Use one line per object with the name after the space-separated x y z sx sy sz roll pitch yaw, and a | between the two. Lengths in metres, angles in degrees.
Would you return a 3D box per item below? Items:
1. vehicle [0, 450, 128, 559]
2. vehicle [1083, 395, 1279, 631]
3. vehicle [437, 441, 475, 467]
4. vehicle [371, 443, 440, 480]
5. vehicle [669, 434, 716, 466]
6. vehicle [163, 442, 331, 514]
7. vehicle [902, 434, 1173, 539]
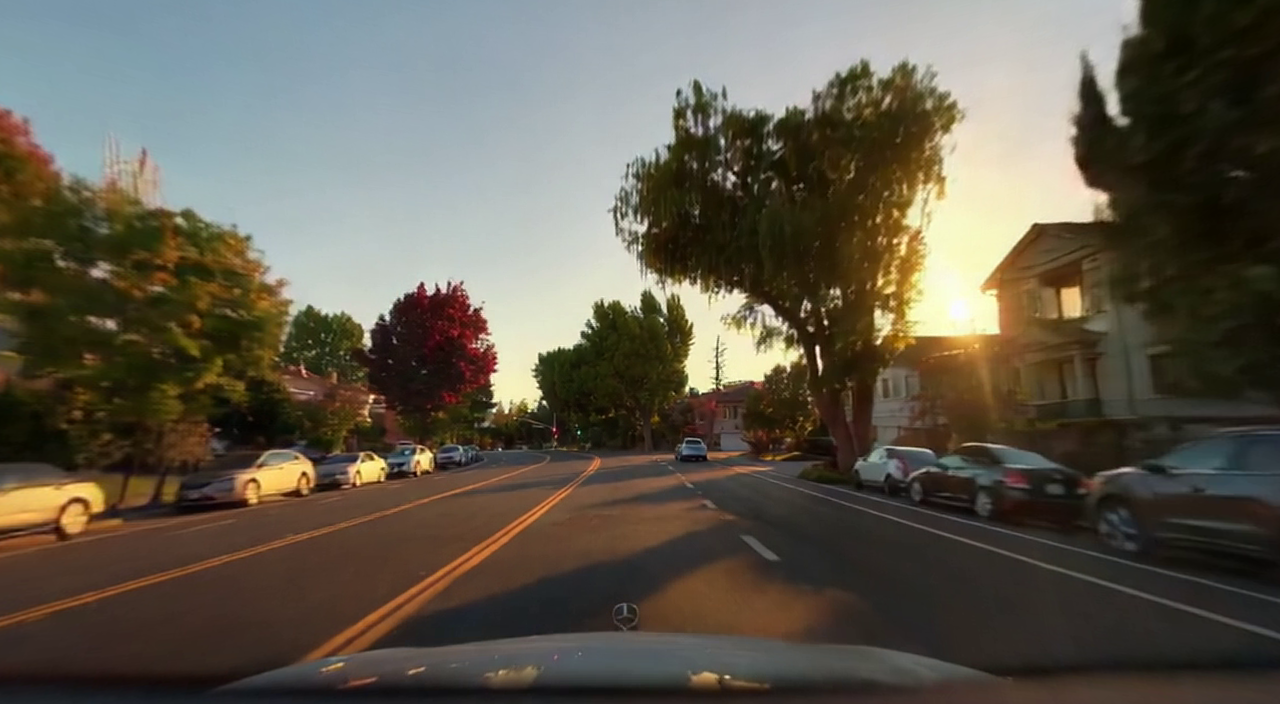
-11.574 2.601 10.873 1.921 1.770 4.265 0 -8 -1 | vehicle
7.301 1.590 6.262 2.081 2.286 4.941 0 -8 -1 | vehicle
-13.487 7.475 46.562 2.146 1.806 4.733 1 -8 -9 | vehicle
-12.189 5.707 33.204 2.032 1.773 4.471 0 -8 -2 | vehicle
2.869 5.499 35.583 1.951 1.620 4.582 1 -8 -4 | vehicle
-11.472 3.652 18.968 2.049 1.848 4.693 0 -8 -1 | vehicle
7.385 2.511 12.638 1.900 1.634 5.232 0 -8 -2 | vehicle
